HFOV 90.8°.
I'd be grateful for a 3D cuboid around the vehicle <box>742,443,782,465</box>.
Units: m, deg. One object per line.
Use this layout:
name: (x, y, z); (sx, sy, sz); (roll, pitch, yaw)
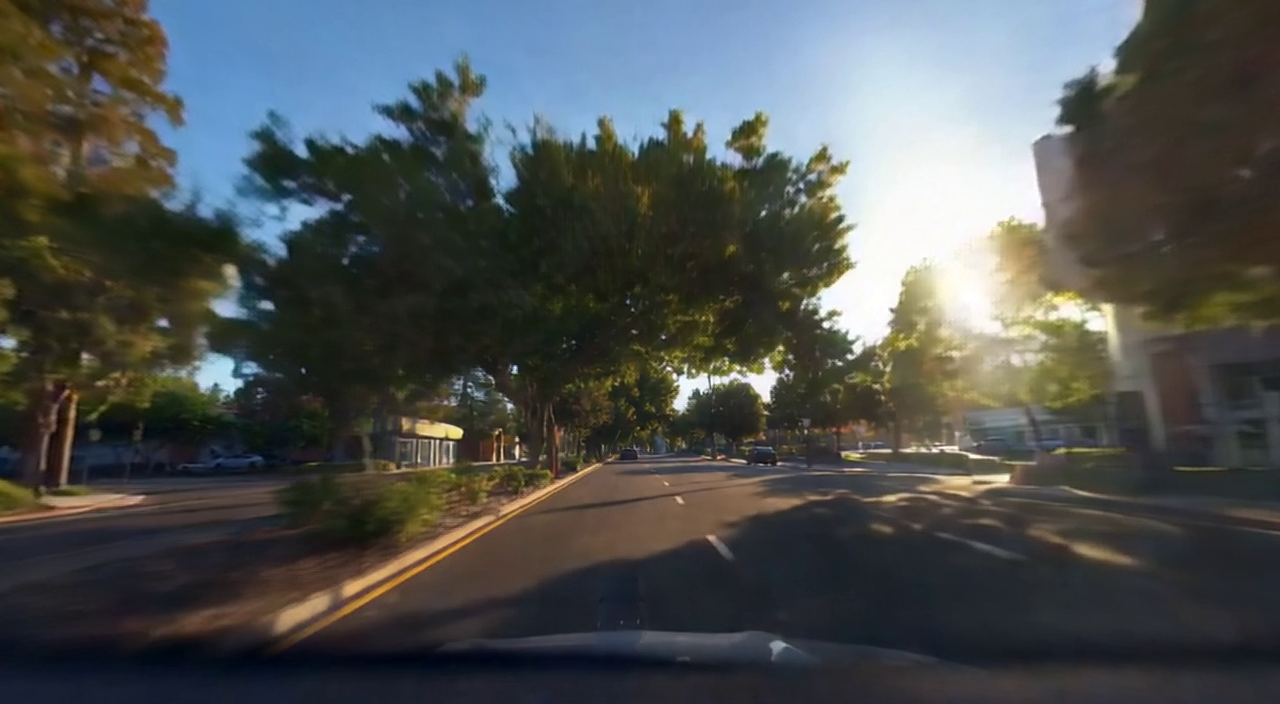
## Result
vehicle: (9.313, 7.863, 48.589); (1.981, 1.557, 4.456); (0, -9, -3)
